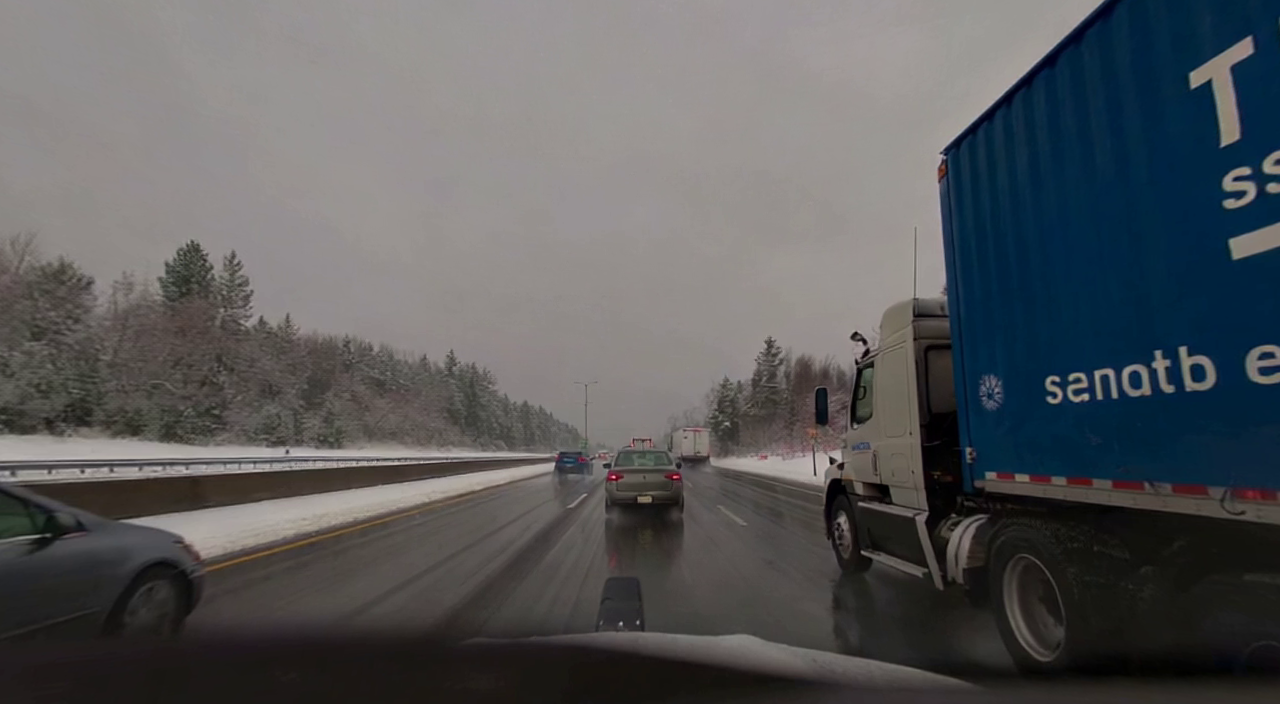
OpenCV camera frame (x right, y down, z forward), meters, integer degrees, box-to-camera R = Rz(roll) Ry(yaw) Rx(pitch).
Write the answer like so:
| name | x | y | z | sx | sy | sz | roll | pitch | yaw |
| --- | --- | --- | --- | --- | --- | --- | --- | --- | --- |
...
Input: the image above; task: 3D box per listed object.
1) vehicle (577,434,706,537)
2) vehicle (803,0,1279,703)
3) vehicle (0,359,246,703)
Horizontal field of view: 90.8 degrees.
| name | x | y | z | sx | sy | sz | roll | pitch | yaw |
| --- | --- | --- | --- | --- | --- | --- | --- | --- | --- |
| vehicle | 0.011 | 2.332 | 11.485 | 1.973 | 1.574 | 3.426 | 0 | -9 | 0 |
| vehicle | 3.788 | -0.513 | 0.497 | 2.981 | 4.069 | 16.756 | 0 | -9 | 0 |
| vehicle | -3.500 | 0.732 | 1.570 | 1.985 | 1.671 | 4.604 | 0 | -9 | 1 |
